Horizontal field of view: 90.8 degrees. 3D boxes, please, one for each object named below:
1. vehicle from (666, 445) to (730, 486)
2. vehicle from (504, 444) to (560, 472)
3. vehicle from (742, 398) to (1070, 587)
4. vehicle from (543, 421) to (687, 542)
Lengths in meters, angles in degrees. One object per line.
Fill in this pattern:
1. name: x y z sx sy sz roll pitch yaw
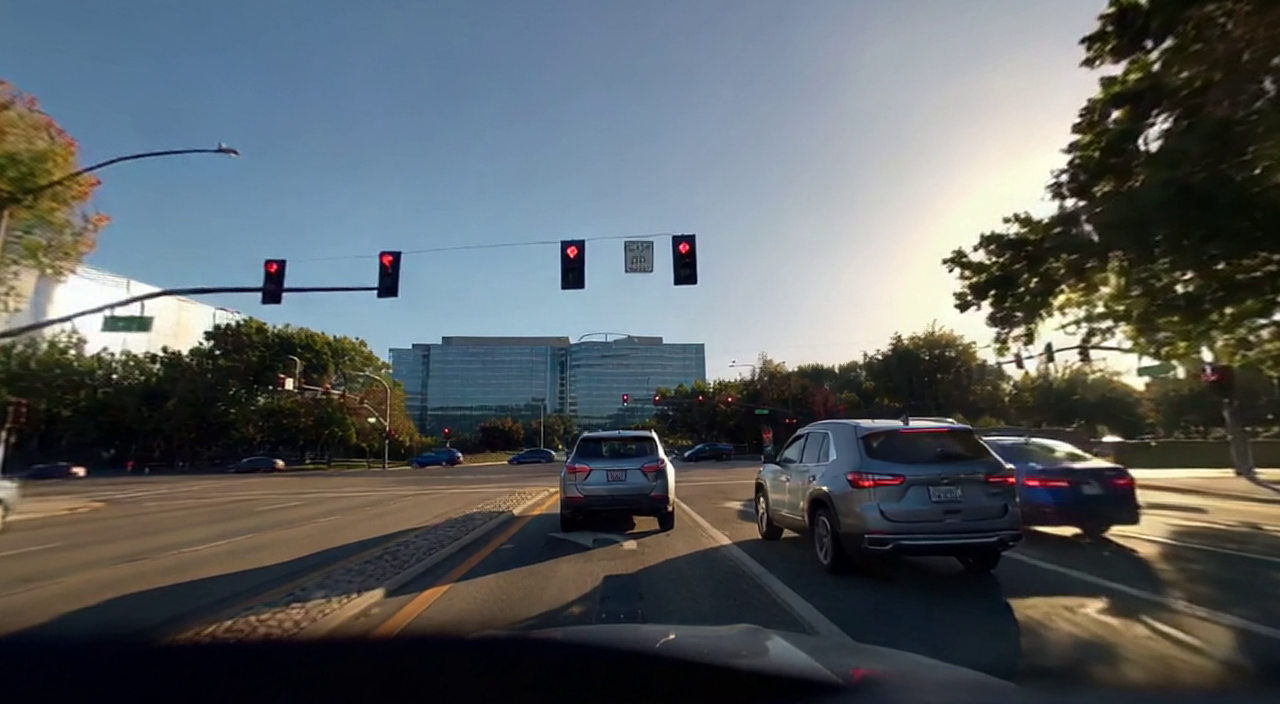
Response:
1. vehicle: 2.193 4.435 25.086 1.900 1.459 4.260 0 -9 -4
2. vehicle: -7.272 7.044 42.079 2.188 1.712 4.318 5 -10 -31
3. vehicle: 2.931 1.678 8.339 2.228 1.798 4.370 0 -9 -3
4. vehicle: -0.404 2.163 11.130 2.039 1.698 4.144 0 -9 -2
